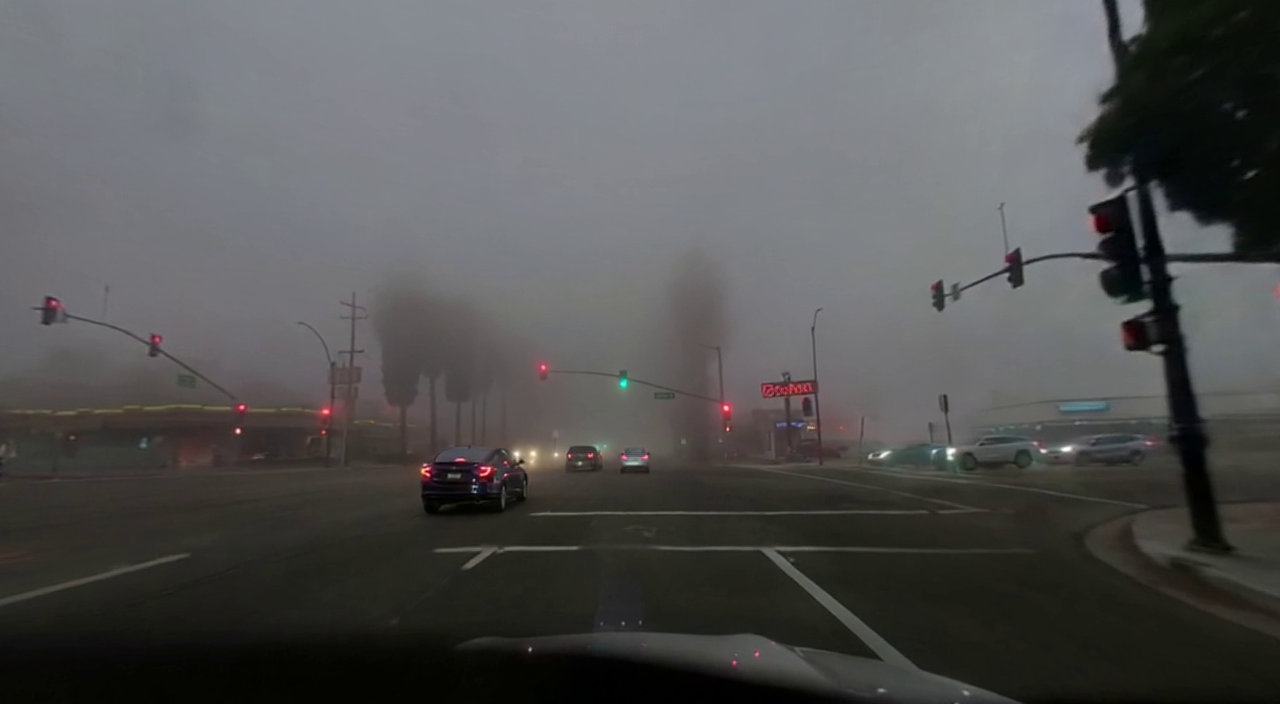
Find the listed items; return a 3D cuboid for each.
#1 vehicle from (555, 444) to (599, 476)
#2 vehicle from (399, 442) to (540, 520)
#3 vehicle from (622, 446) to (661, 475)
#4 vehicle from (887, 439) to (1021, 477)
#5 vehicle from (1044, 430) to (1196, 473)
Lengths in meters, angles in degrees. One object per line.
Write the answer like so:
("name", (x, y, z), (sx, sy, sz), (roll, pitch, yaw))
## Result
("vehicle", (-3.429, 5.964, 34.920), (1.979, 1.634, 3.957), (0, -8, 1))
("vehicle", (-3.693, 2.851, 14.544), (1.904, 1.513, 4.410), (-1, -8, 2))
("vehicle", (0.103, 6.132, 35.733), (2.094, 1.496, 4.070), (0, -8, 0))
("vehicle", (13.179, 4.476, 26.596), (4.532, 1.504, 2.087), (0, -8, 0))
("vehicle", (20.347, 4.232, 26.791), (4.699, 1.716, 2.108), (0, -8, -1))
